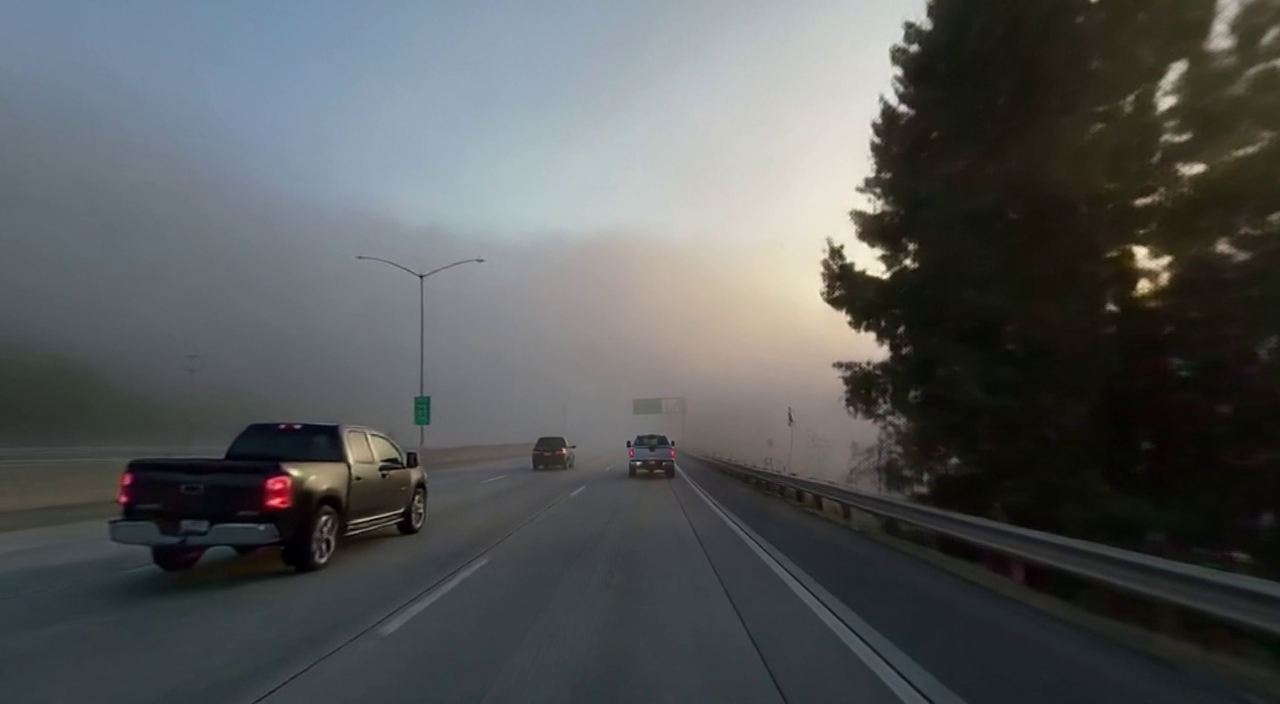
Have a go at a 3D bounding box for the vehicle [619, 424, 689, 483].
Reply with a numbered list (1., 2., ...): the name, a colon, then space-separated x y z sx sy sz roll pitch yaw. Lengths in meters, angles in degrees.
1. vehicle: 0.466 3.637 22.850 2.229 1.837 5.387 0 -8 1

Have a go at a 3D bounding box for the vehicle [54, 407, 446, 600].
1. vehicle: -3.920 1.576 7.406 1.959 1.604 4.065 0 -8 0

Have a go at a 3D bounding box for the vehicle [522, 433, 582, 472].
1. vehicle: -3.922 4.581 28.892 2.106 1.651 4.040 -1 -8 1
